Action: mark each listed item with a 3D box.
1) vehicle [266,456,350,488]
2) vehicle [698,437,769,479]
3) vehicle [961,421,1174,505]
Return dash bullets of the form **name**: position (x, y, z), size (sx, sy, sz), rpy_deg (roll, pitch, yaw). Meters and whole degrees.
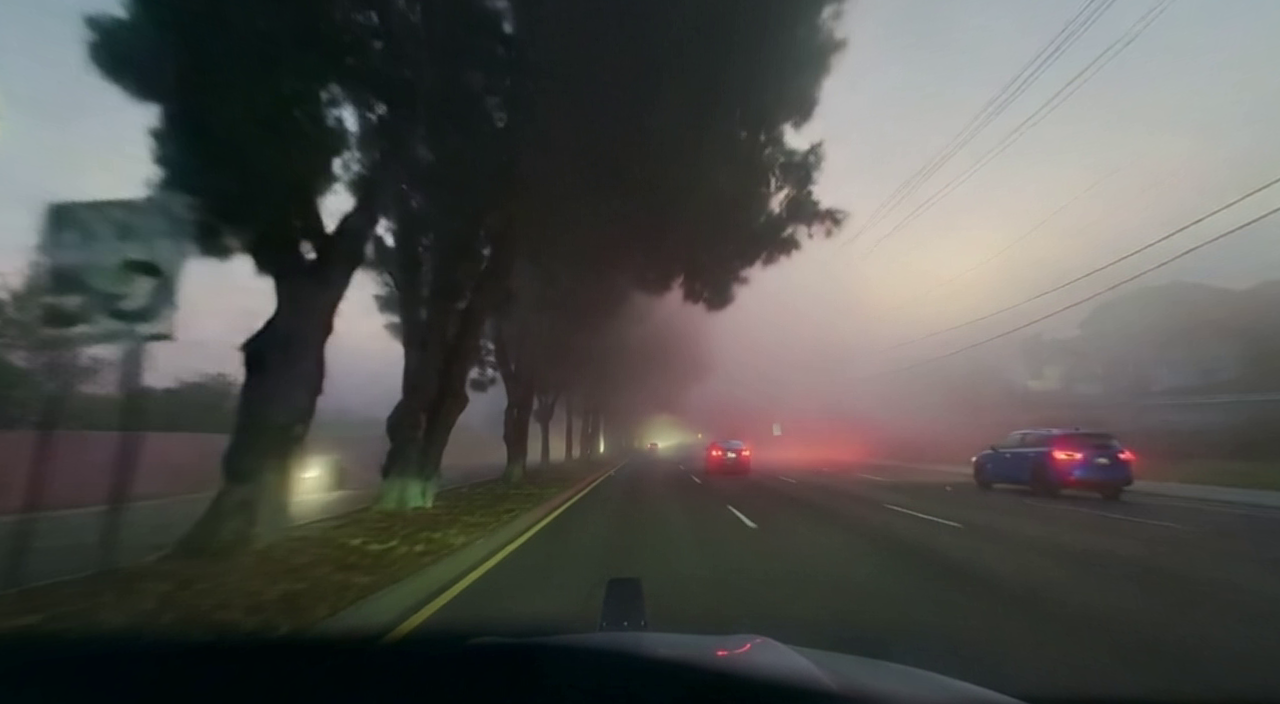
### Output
- **vehicle**: position (-17.444, 6.282, 33.383), size (1.952, 1.468, 4.487), rpy_deg (0, -8, 1)
- **vehicle**: position (3.499, 4.059, 24.403), size (2.063, 1.481, 4.247), rpy_deg (0, -8, 0)
- **vehicle**: position (9.884, 2.611, 15.159), size (1.978, 1.700, 4.461), rpy_deg (0, -8, 0)
